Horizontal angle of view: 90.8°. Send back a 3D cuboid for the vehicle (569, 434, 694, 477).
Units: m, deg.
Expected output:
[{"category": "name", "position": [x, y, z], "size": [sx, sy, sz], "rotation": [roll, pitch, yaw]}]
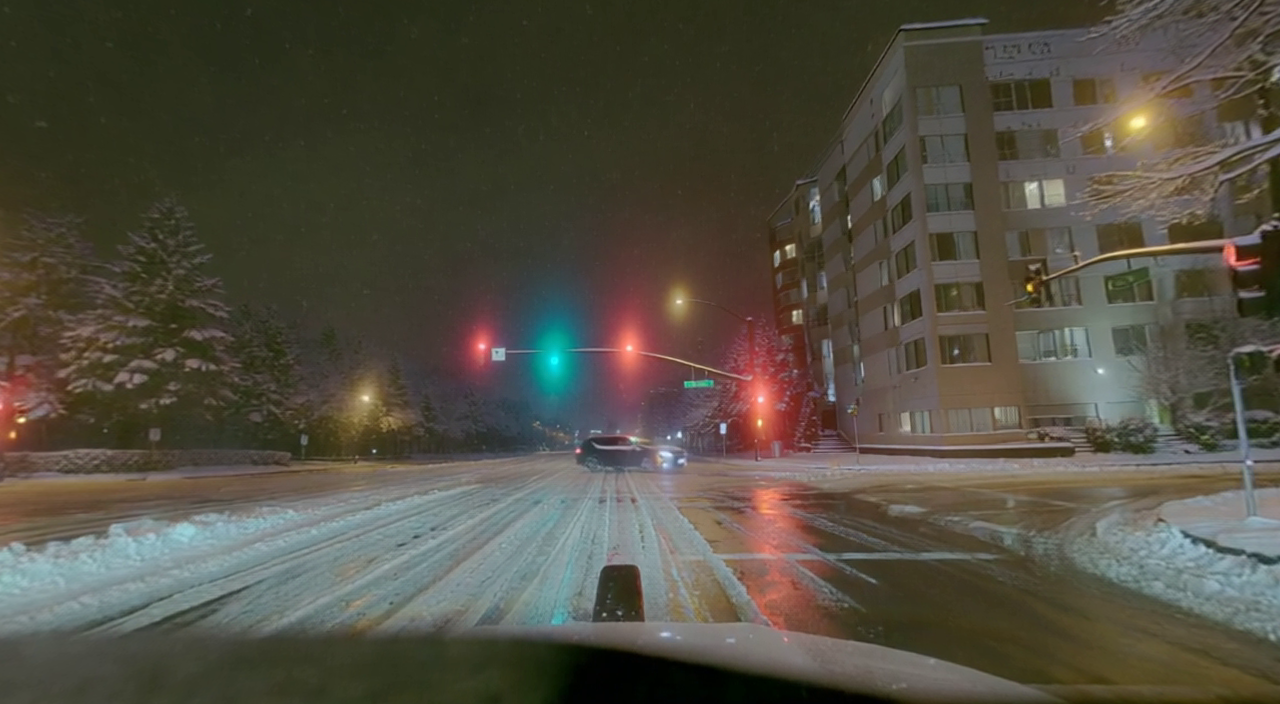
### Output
[{"category": "vehicle", "position": [-0.414, 4.697, 28.898], "size": [5.357, 1.814, 2.141], "rotation": [-5, -10, 29]}]
